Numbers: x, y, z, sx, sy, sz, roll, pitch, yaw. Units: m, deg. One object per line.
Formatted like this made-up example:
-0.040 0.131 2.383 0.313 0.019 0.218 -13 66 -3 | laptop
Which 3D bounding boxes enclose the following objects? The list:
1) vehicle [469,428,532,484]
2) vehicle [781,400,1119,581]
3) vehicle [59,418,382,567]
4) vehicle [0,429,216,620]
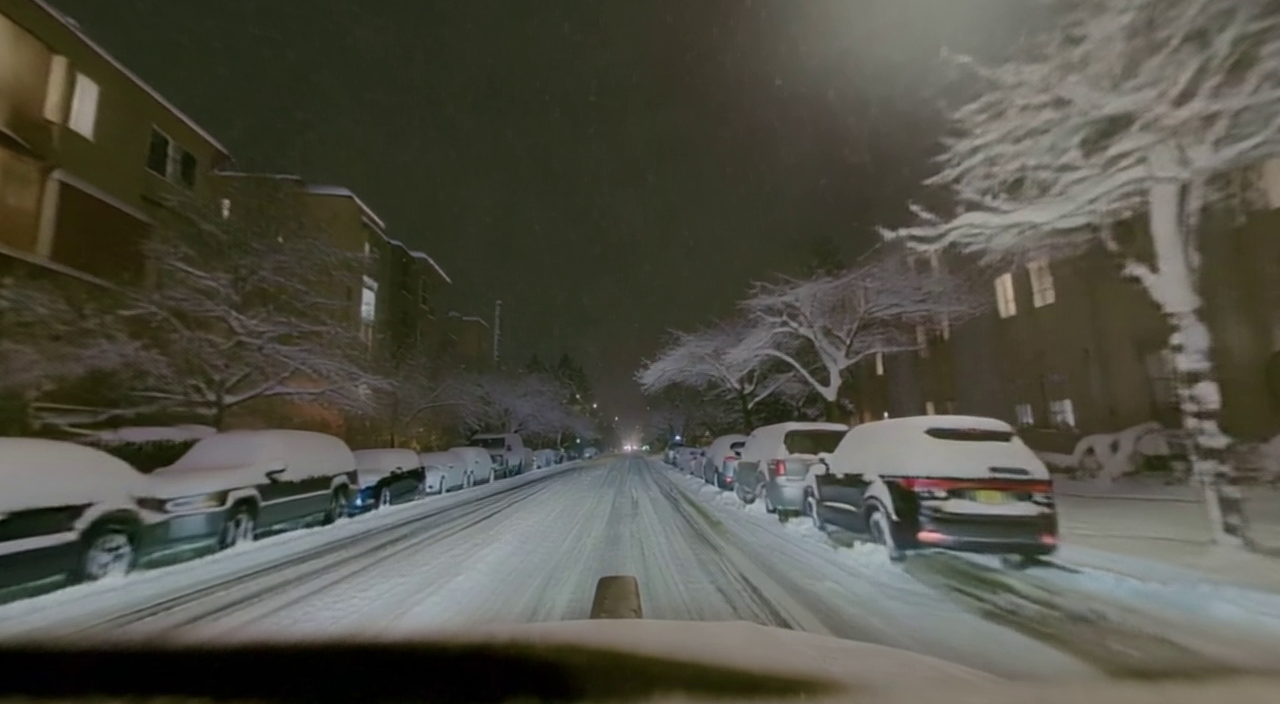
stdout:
-7.625 5.748 34.980 2.294 2.707 6.199 -2 -9 -2 | vehicle
3.858 1.849 9.309 2.214 1.885 5.268 0 -9 -1 | vehicle
-7.382 2.575 12.302 2.205 2.051 6.109 -3 -10 -1 | vehicle
-7.273 1.743 6.245 2.384 1.781 5.492 -3 -10 -1 | vehicle
